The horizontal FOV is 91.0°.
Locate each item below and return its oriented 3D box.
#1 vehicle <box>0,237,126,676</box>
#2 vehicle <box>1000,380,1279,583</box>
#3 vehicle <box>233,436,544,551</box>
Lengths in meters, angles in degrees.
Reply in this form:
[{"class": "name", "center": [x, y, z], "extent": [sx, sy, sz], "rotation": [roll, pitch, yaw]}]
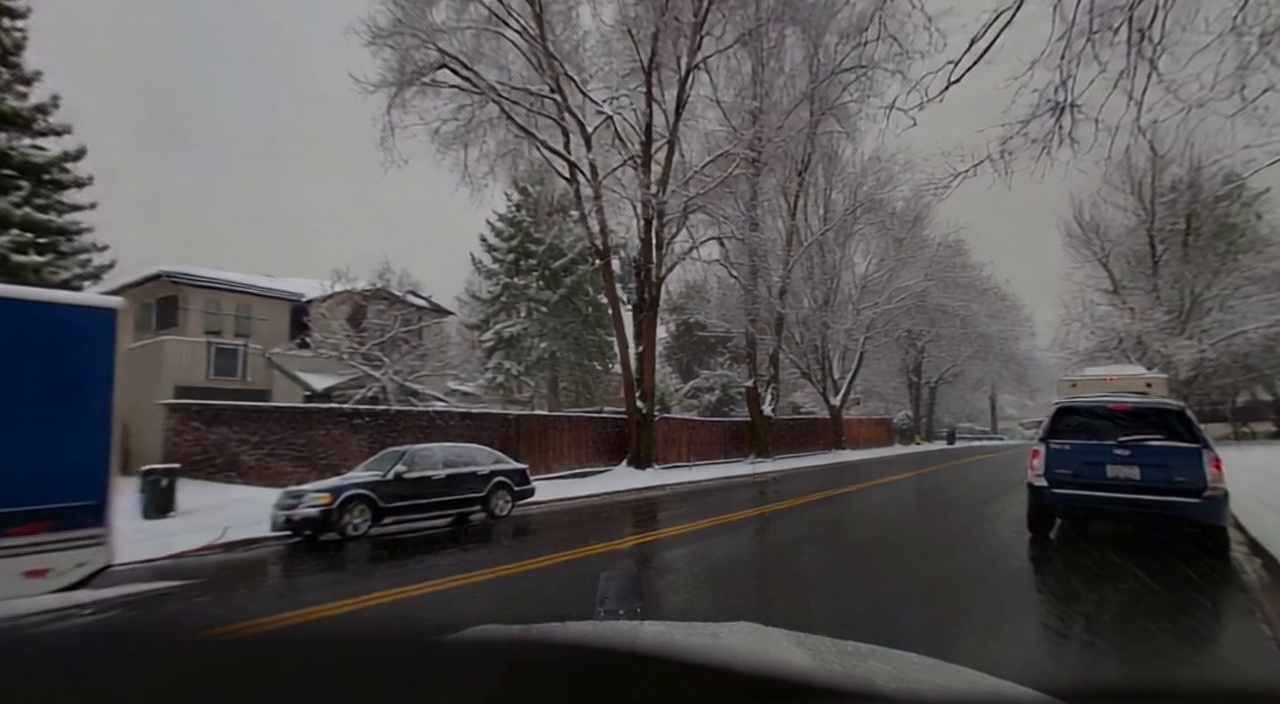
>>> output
[{"class": "vehicle", "center": [-6.121, 0.467, 2.664], "extent": [2.367, 2.618, 5.497], "rotation": [-5, -9, 35]}, {"class": "vehicle", "center": [6.662, 1.424, 8.470], "extent": [2.182, 1.785, 5.726], "rotation": [-4, -7, 39]}, {"class": "vehicle", "center": [-3.992, 2.210, 10.855], "extent": [1.816, 1.489, 4.653], "rotation": [-5, -9, 37]}]
